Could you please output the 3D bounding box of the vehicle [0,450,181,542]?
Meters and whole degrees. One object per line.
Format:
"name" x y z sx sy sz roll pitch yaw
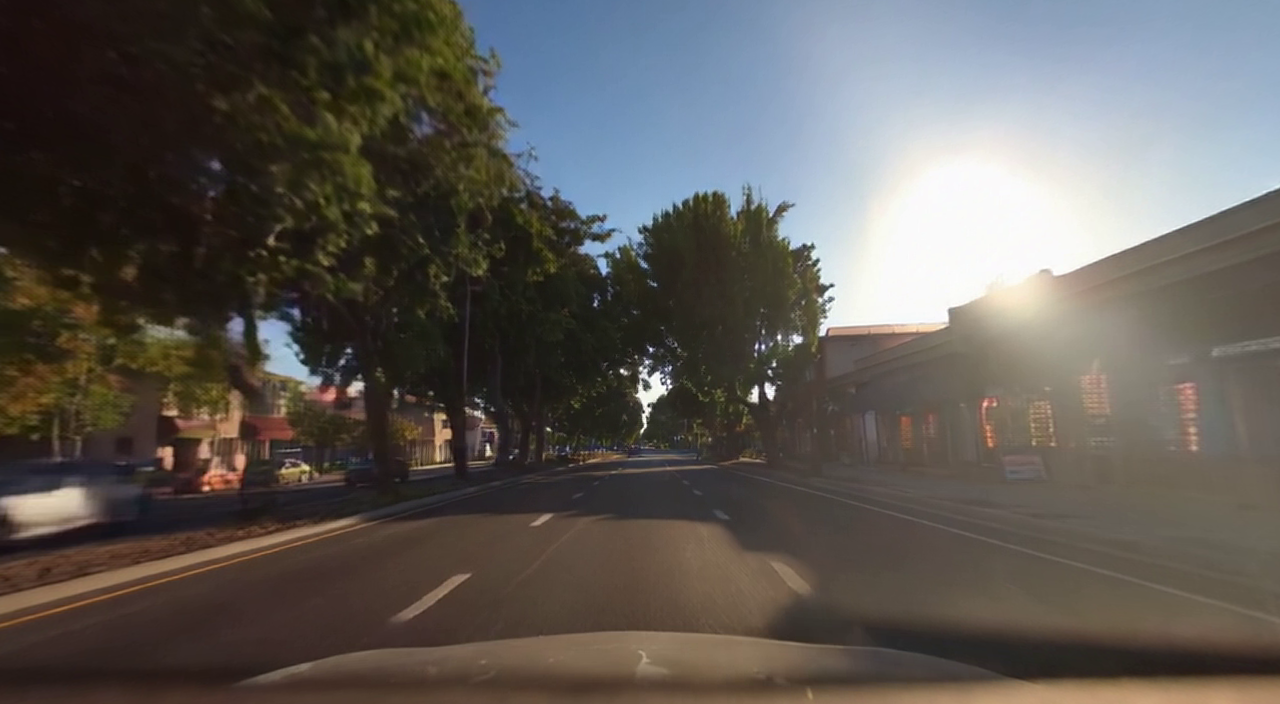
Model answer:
"vehicle" -11.808 2.764 12.353 2.070 1.500 4.724 -4 -8 1

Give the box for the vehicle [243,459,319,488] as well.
"vehicle" -21.738 7.348 38.388 1.885 1.504 4.359 -1 -8 2

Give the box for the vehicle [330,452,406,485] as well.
"vehicle" -14.349 6.159 33.599 1.975 1.499 4.658 -2 -8 0

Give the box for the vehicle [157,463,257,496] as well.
"vehicle" -21.979 6.459 32.237 1.866 1.444 4.407 0 -8 2
